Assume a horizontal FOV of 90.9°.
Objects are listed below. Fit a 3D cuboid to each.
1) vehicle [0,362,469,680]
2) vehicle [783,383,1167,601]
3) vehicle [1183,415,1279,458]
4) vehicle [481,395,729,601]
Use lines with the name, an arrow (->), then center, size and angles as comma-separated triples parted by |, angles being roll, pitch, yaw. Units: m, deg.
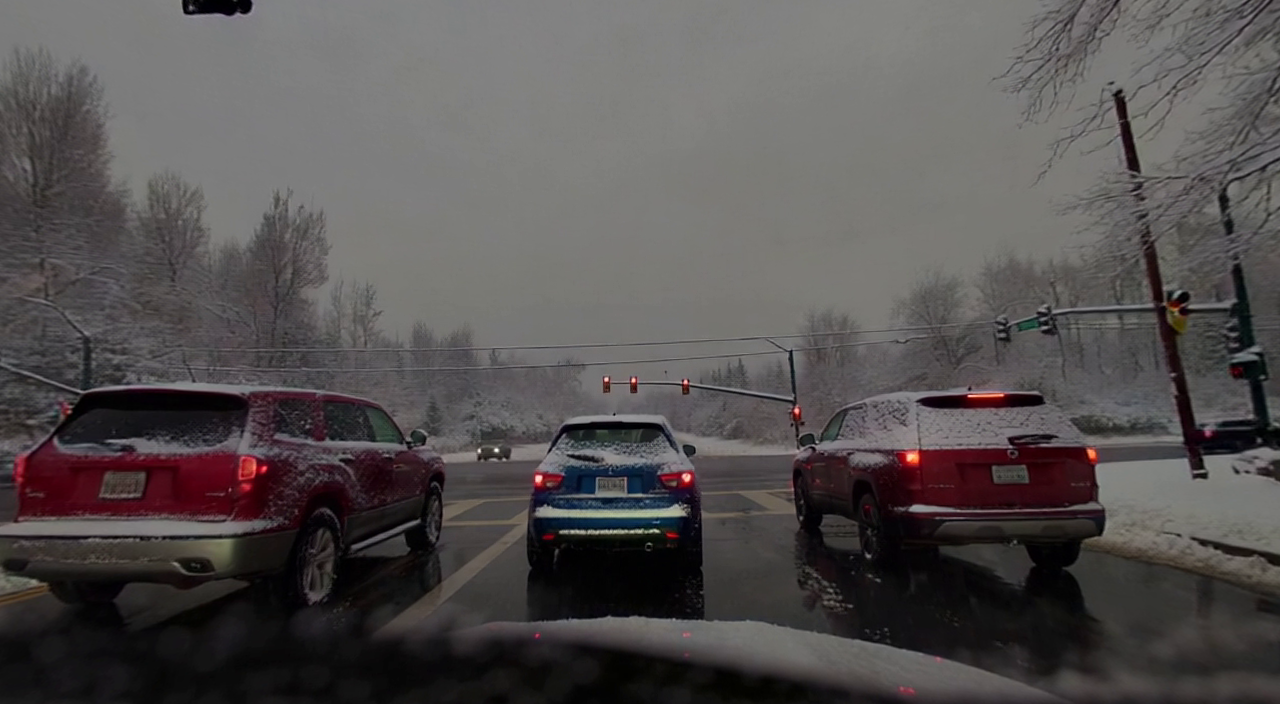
vehicle -> -3.276, 1.281, 5.882 | 2.047, 1.810, 4.414 | 0, -8, 1
vehicle -> 3.271, 1.483, 7.515 | 2.083, 1.779, 4.532 | 0, -8, 0
vehicle -> 27.761, 3.828, 28.391 | 4.535, 1.872, 1.975 | 0, -9, 3
vehicle -> -0.239, 1.512, 7.321 | 2.067, 1.702, 3.987 | 0, -8, 2
